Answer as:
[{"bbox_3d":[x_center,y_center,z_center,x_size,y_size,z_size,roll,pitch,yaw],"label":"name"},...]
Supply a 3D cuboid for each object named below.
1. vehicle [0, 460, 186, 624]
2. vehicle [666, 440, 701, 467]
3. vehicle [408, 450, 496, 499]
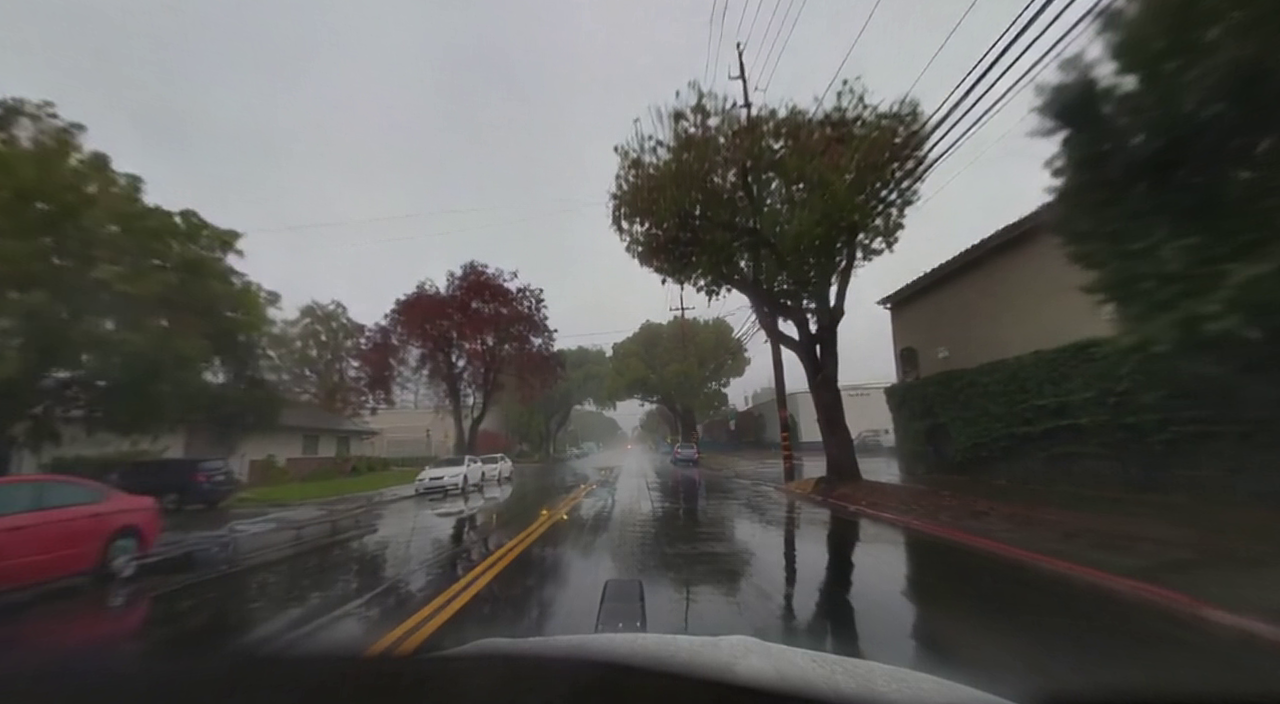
[{"bbox_3d":[-6.613,1.785,5.749,1.815,1.384,4.357,-3,-9,-1],"label":"vehicle"},{"bbox_3d":[3.112,7.300,45.769,2.138,1.820,5.218,0,-8,0],"label":"vehicle"},{"bbox_3d":[-6.680,4.358,22.956,1.887,1.460,4.444,-4,-9,-1],"label":"vehicle"}]
